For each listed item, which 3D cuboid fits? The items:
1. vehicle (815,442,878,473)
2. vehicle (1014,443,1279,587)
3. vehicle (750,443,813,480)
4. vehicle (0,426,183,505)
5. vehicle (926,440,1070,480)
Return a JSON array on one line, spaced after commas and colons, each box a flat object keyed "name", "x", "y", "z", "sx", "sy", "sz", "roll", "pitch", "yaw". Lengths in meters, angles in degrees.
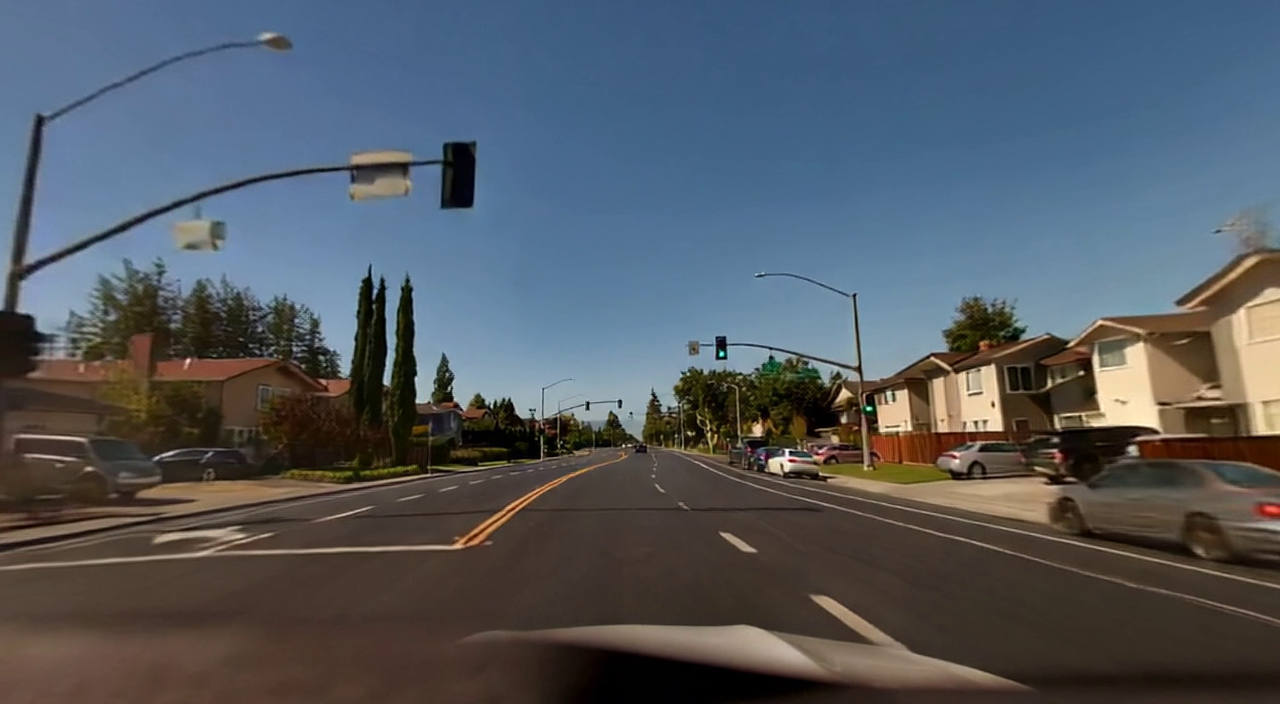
[{"name": "vehicle", "x": 10.936, "y": 5.613, "z": 33.795, "sx": 1.925, "sy": 1.490, "sz": 4.475, "roll": -1, "pitch": -9, "yaw": 2}, {"name": "vehicle", "x": 7.676, "y": 2.073, "z": 8.671, "sx": 1.934, "sy": 1.504, "sz": 4.928, "roll": 4, "pitch": -9, "yaw": -3}, {"name": "vehicle", "x": 7.023, "y": 5.458, "z": 31.781, "sx": 2.064, "sy": 1.498, "sz": 4.877, "roll": 5, "pitch": -8, "yaw": 2}, {"name": "vehicle", "x": -17.547, "y": 3.389, "z": 19.224, "sx": 5.096, "sy": 2.070, "sz": 2.687, "roll": 2, "pitch": -9, "yaw": 2}, {"name": "vehicle", "x": 13.692, "y": 4.143, "z": 24.374, "sx": 4.366, "sy": 1.457, "sz": 1.910, "roll": -1, "pitch": -8, "yaw": 3}]
